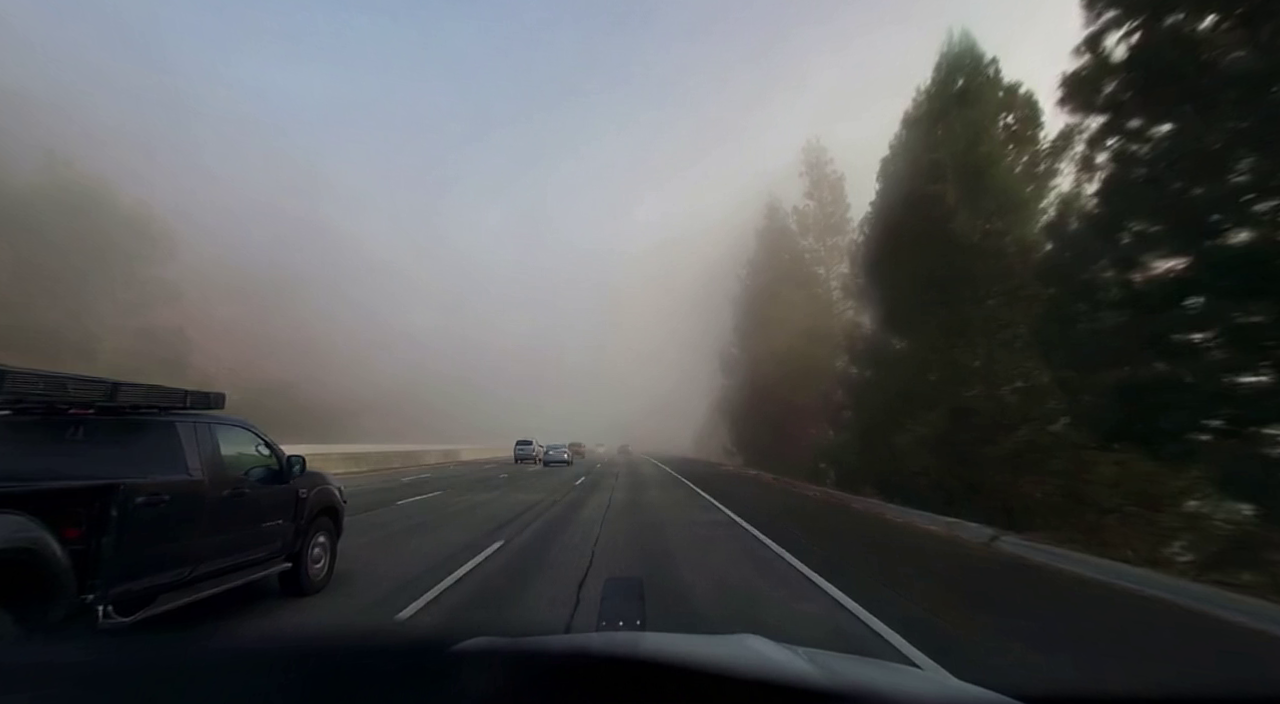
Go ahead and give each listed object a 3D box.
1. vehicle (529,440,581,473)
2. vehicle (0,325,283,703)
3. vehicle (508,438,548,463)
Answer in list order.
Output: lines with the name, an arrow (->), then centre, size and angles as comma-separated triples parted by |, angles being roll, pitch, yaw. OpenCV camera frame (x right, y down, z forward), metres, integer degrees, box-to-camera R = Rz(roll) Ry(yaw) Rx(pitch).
vehicle -> -4.197, 5.251, 31.842 | 2.012, 1.509, 4.359 | 0, -9, 0
vehicle -> -3.822, 0.717, 2.143 | 2.200, 1.807, 5.041 | 0, -9, 1
vehicle -> -8.342, 7.396, 47.294 | 2.186, 1.800, 4.760 | 0, -9, 0
